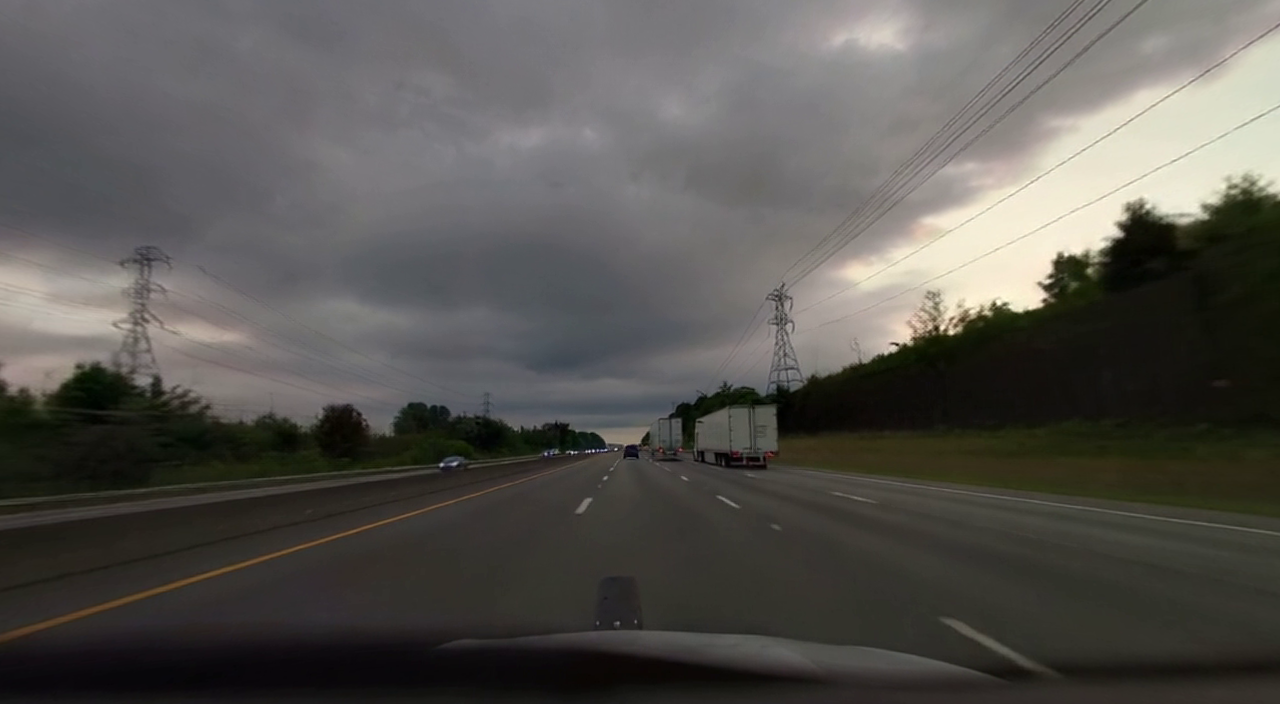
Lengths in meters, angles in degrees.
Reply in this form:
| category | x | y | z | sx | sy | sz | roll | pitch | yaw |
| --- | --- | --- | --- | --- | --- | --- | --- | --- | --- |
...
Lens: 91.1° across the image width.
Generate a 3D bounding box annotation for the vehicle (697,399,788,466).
| category | x | y | z | sx | sy | sz | roll | pitch | yaw |
| --- | --- | --- | --- | --- | --- | --- | --- | --- | --- |
| vehicle | 7.142 | 6.316 | 47.735 | 3.400 | 4.134 | 17.388 | 0 | -9 | -2 |
